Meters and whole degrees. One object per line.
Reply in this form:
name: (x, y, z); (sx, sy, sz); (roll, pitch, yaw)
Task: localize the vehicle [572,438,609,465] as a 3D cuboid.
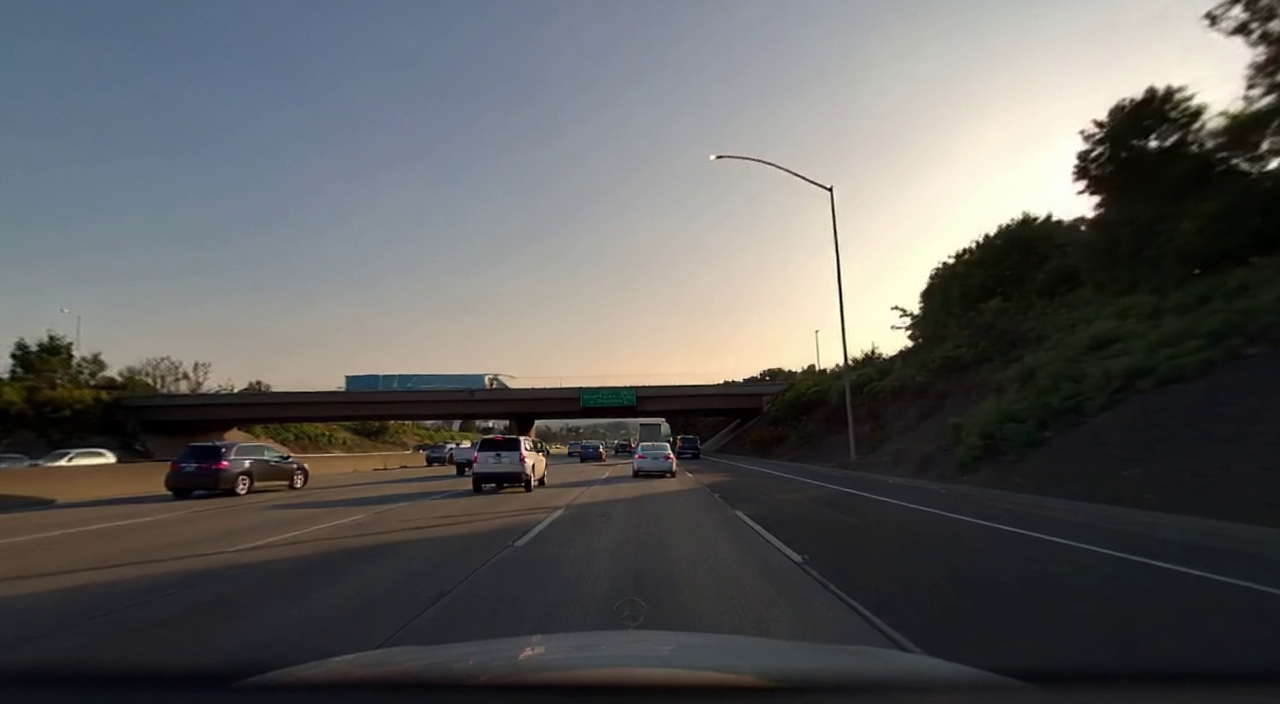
vehicle: (-3.084, 6.291, 39.986); (1.897, 1.646, 4.049); (0, -8, 1)

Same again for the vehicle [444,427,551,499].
vehicle: (-3.728, 2.977, 17.330); (1.903, 1.721, 4.210); (0, -8, 1)

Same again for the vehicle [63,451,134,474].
vehicle: (-36.045, 7.345, 42.050); (1.541, 1.414, 3.511); (0, -8, 1)

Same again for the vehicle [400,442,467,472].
vehicle: (-10.730, 5.464, 33.128); (1.902, 1.478, 4.505); (0, -8, 1)

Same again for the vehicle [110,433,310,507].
vehicle: (-10.592, 2.909, 16.036); (1.941, 1.602, 4.277); (0, -8, 2)

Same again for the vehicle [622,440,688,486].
vehicle: (0.477, 3.732, 21.597); (2.054, 1.421, 4.090); (0, -8, 0)
